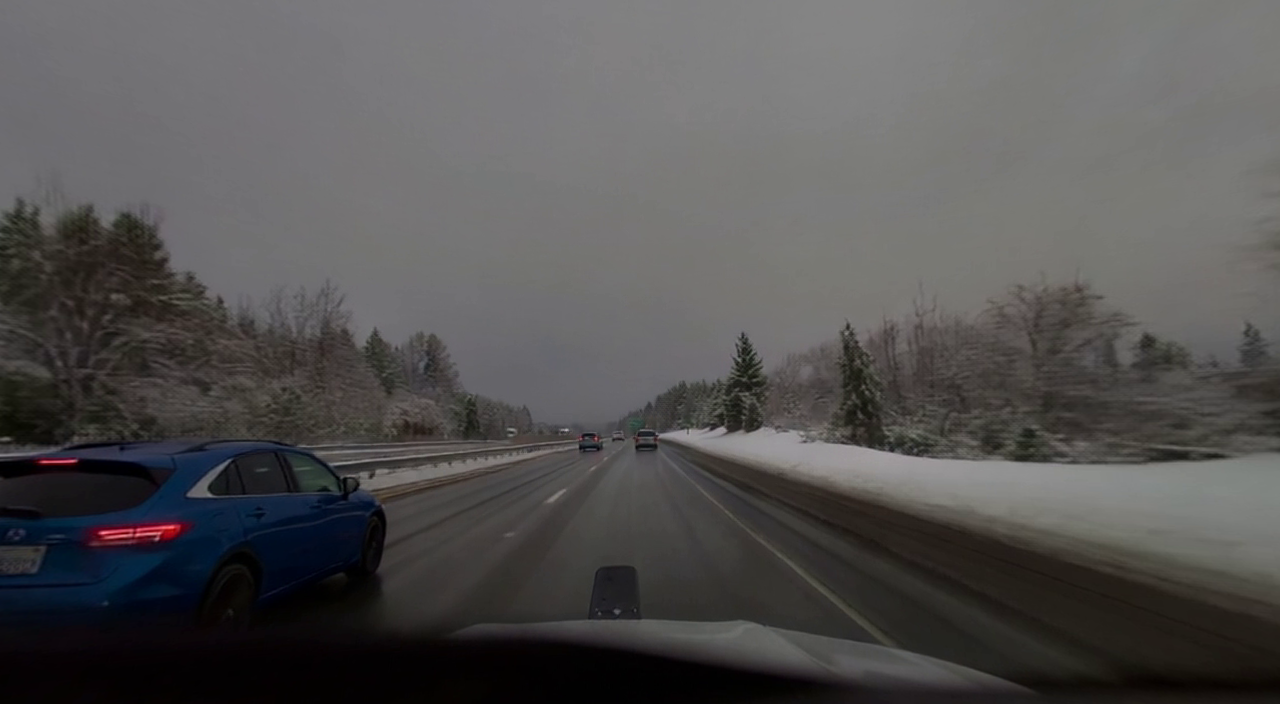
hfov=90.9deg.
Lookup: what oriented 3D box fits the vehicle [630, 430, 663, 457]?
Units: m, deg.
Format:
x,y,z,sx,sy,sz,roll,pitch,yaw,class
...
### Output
x,y,z,sx,sy,sz,roll,pitch,yaw,class
0.390,5.953,41.044,2.041,1.618,3.898,0,-8,-1,vehicle
